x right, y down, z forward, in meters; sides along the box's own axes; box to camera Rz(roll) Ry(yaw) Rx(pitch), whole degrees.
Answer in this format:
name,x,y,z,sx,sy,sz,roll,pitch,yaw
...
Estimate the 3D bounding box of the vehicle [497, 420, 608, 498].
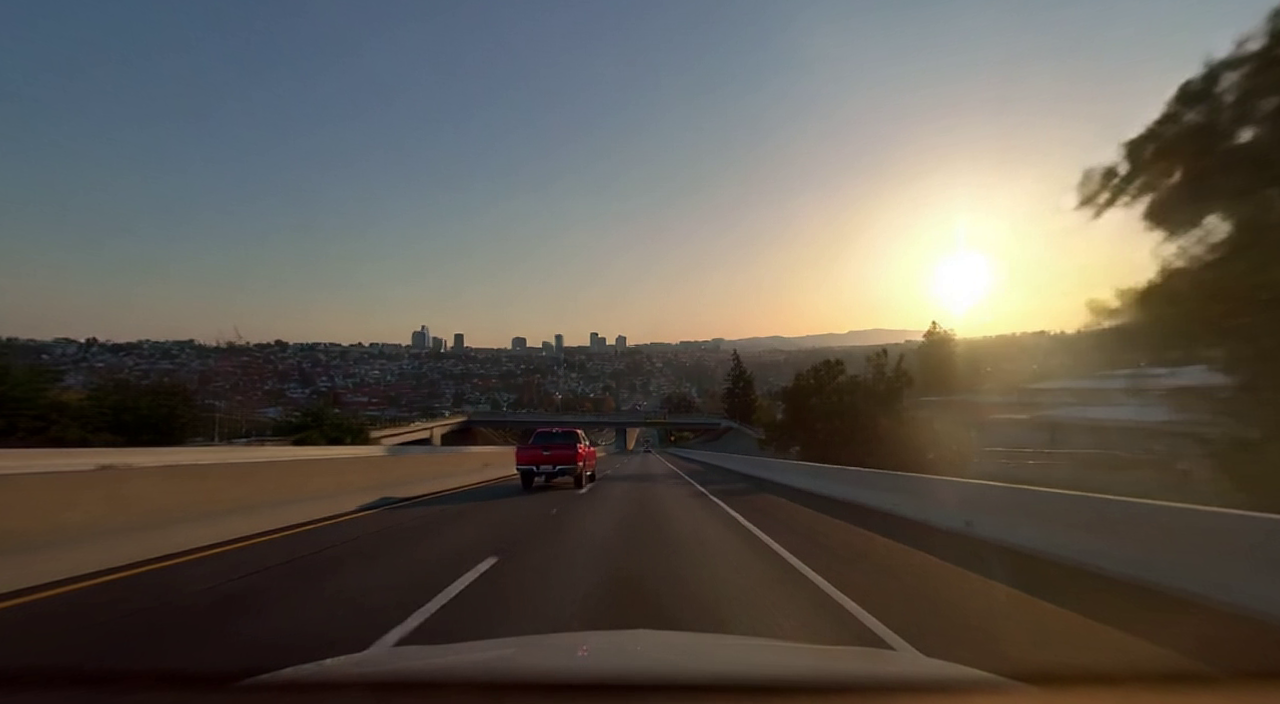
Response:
name,x,y,z,sx,sy,sz,roll,pitch,yaw
vehicle,-2.349,3.108,18.725,2.350,1.932,5.562,0,-8,2
